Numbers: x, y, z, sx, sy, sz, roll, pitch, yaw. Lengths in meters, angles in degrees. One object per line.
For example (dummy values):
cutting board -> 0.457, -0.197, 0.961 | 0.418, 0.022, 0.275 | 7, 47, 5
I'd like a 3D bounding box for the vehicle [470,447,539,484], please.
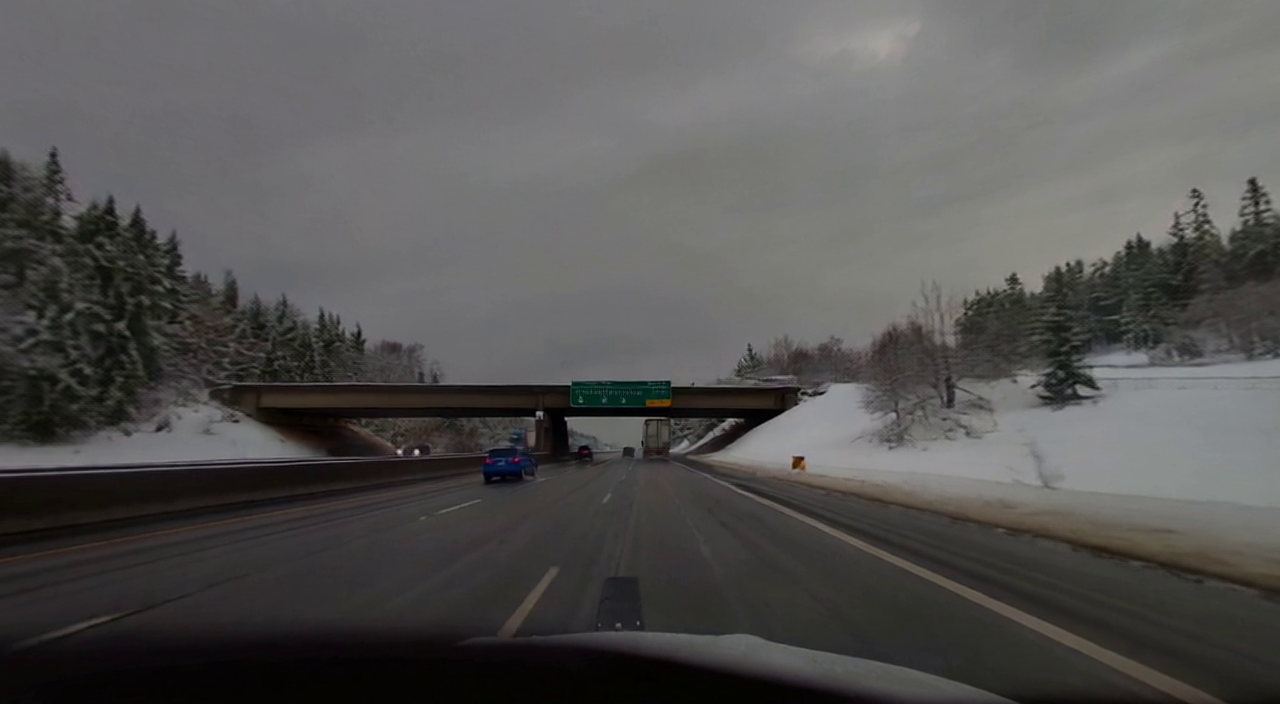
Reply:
vehicle -> -6.039, 5.096, 28.701 | 2.038, 1.489, 4.603 | -1, -9, 1
